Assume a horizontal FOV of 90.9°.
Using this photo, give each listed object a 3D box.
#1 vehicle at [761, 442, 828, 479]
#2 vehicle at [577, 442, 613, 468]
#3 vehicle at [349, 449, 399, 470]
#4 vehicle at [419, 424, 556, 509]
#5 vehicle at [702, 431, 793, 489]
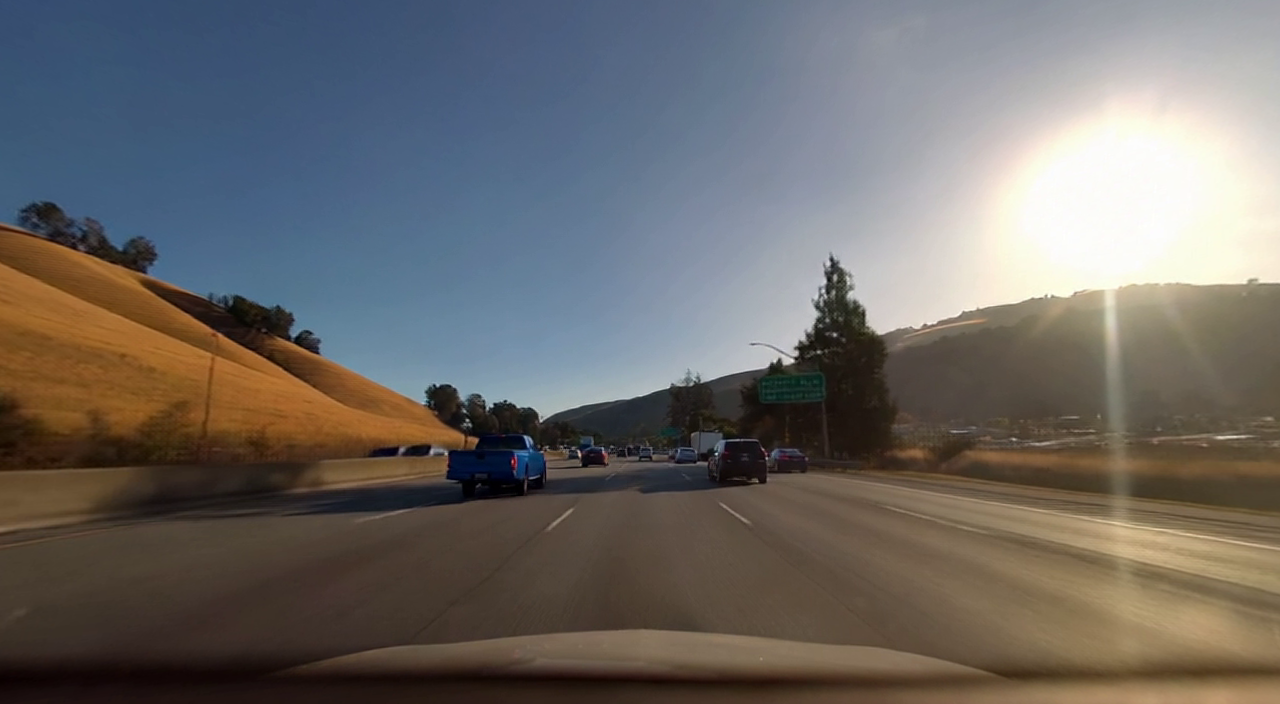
[{"bbox_3d":[7.659,5.388,31.759,2.104,1.724,4.701,0,-8,-1],"label":"vehicle"},{"bbox_3d":[-3.225,7.480,46.246,2.235,1.785,4.386,0,-8,1],"label":"vehicle"},{"bbox_3d":[-21.029,8.489,49.998,1.873,1.490,4.725,0,-8,0],"label":"vehicle"},{"bbox_3d":[-3.697,2.881,16.475,2.227,1.853,5.161,0,-8,1],"label":"vehicle"},{"bbox_3d":[3.938,4.089,24.346,2.424,1.952,5.611,0,-8,-1],"label":"vehicle"}]
